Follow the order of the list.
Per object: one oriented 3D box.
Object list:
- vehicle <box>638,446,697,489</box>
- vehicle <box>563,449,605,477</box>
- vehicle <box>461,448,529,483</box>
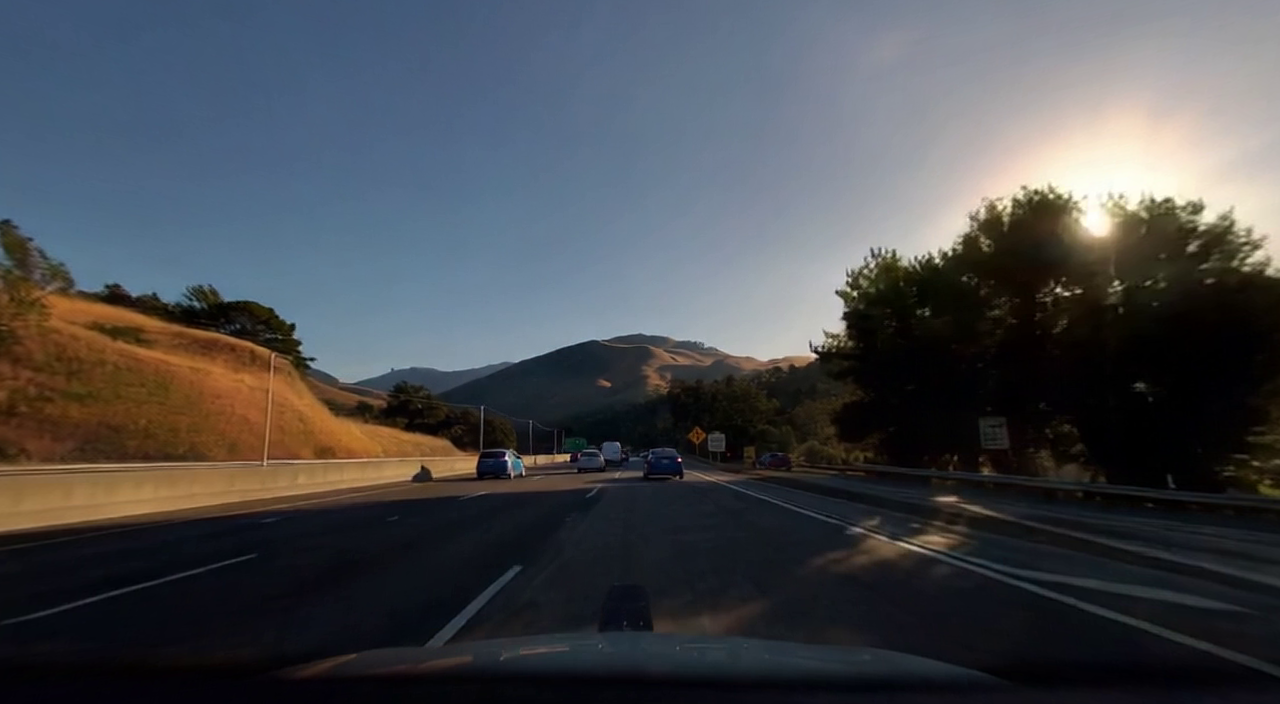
[{"bbox_3d":[0.979,4.465,24.739,2.050,1.491,4.362,0,-9,-1],"label":"vehicle"},{"bbox_3d":[-3.195,6.418,36.771,1.990,1.501,4.250,0,-9,1],"label":"vehicle"},{"bbox_3d":[-6.750,5.305,29.909,2.012,1.504,4.729,0,-9,1],"label":"vehicle"}]
